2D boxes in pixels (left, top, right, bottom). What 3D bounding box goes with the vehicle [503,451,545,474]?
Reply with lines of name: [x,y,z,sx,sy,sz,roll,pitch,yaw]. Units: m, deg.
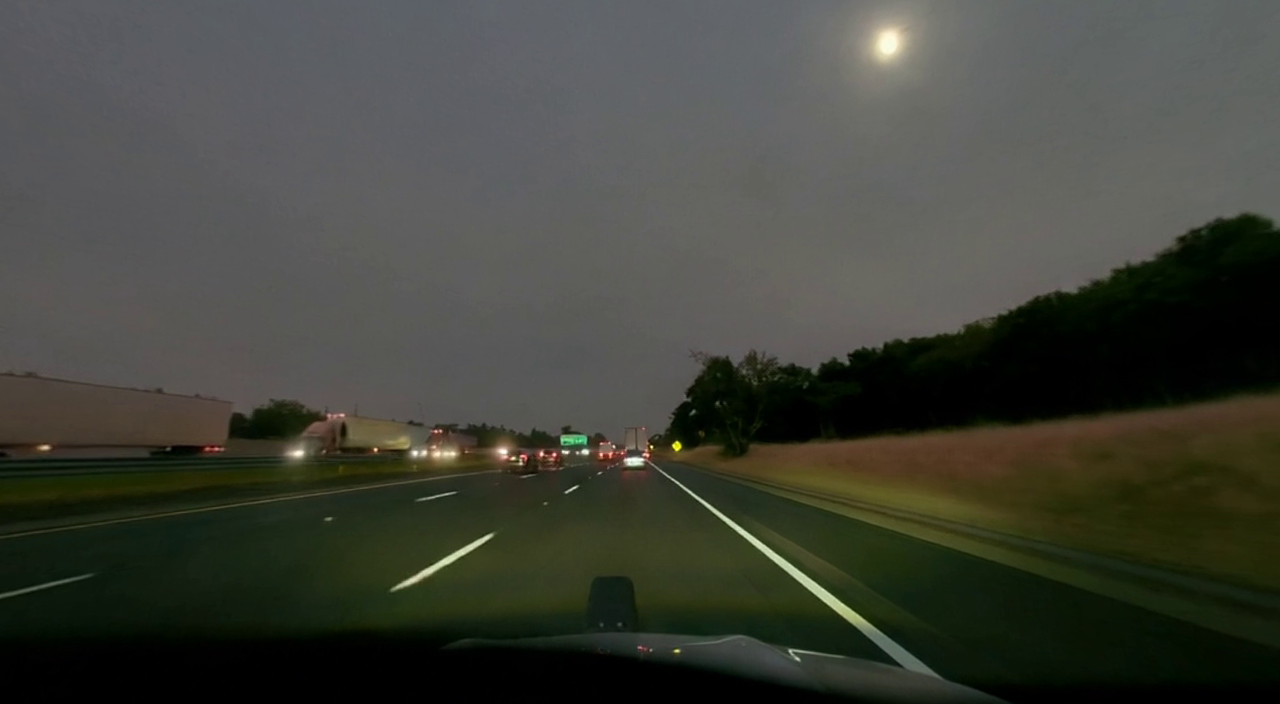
vehicle: [-7.594,7.257,41.606,1.895,1.446,4.456,0,-9,0]

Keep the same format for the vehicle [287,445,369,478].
vehicle: [-14.856,5.230,30.264,1.851,1.438,4.071,0,-9,-1]

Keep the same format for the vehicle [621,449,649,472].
vehicle: [-0.400,8.222,48.072,2.009,1.657,3.962,0,-9,-1]

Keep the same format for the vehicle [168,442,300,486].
vehicle: [-15.012,4.160,23.673,1.918,1.466,4.632,0,-9,-1]

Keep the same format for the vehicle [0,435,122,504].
vehicle: [-14.760,2.660,14.411,2.121,1.452,4.356,0,-9,0]

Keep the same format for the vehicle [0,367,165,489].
vehicle: [-19.480,2.447,19.708,2.935,3.383,7.992,0,-9,0]

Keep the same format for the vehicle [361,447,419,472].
vehicle: [-15.027,6.473,38.053,1.837,1.427,4.020,0,-9,0]
